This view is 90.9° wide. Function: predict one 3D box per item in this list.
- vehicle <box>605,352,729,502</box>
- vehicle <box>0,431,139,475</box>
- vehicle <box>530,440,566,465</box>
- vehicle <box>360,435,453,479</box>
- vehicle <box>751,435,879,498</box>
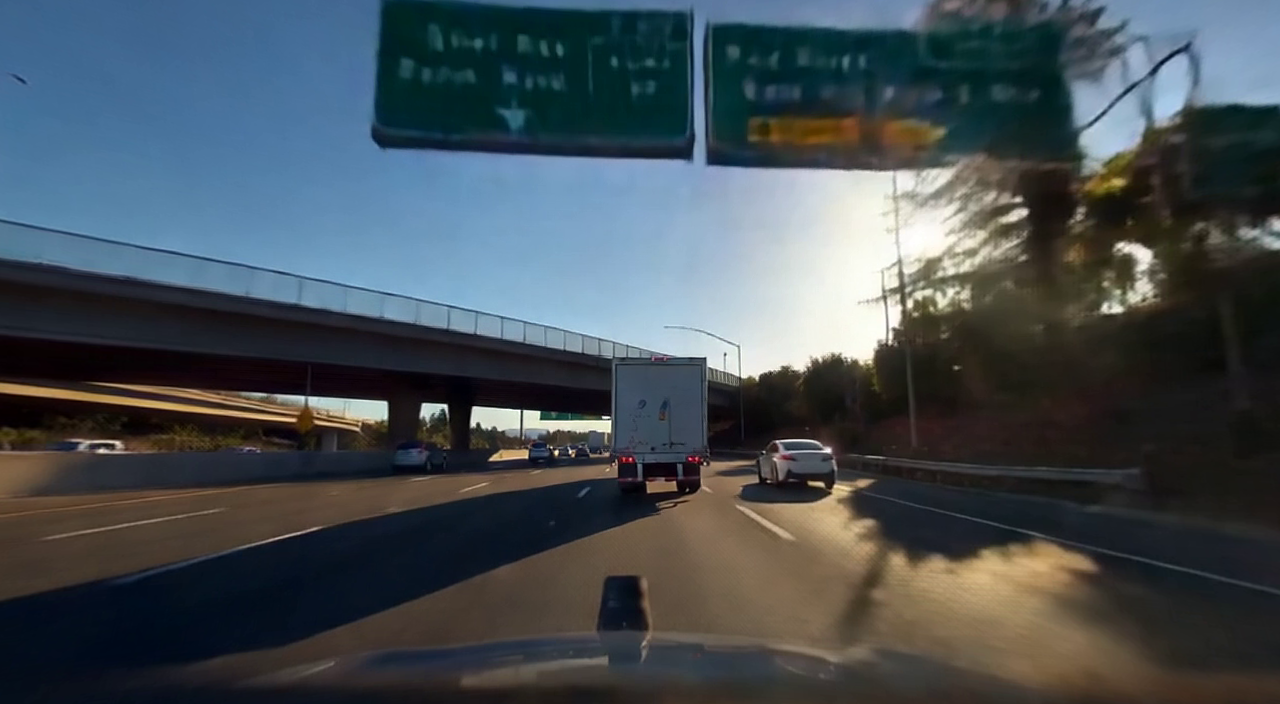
[{"bbox_3d":[0.532,2.577,20.526,2.916,3.584,10.841,0,-9,-1],"label":"vehicle"},{"bbox_3d":[-37.828,6.706,42.290,2.473,2.570,7.957,0,-8,-5],"label":"vehicle"},{"bbox_3d":[-7.131,7.865,49.402,2.125,1.793,4.892,0,-9,0],"label":"vehicle"},{"bbox_3d":[-10.403,4.709,28.644,2.217,1.797,5.226,0,-9,0],"label":"vehicle"},{"bbox_3d":[4.671,3.132,17.708,2.108,1.508,4.744,0,-9,-1],"label":"vehicle"}]
